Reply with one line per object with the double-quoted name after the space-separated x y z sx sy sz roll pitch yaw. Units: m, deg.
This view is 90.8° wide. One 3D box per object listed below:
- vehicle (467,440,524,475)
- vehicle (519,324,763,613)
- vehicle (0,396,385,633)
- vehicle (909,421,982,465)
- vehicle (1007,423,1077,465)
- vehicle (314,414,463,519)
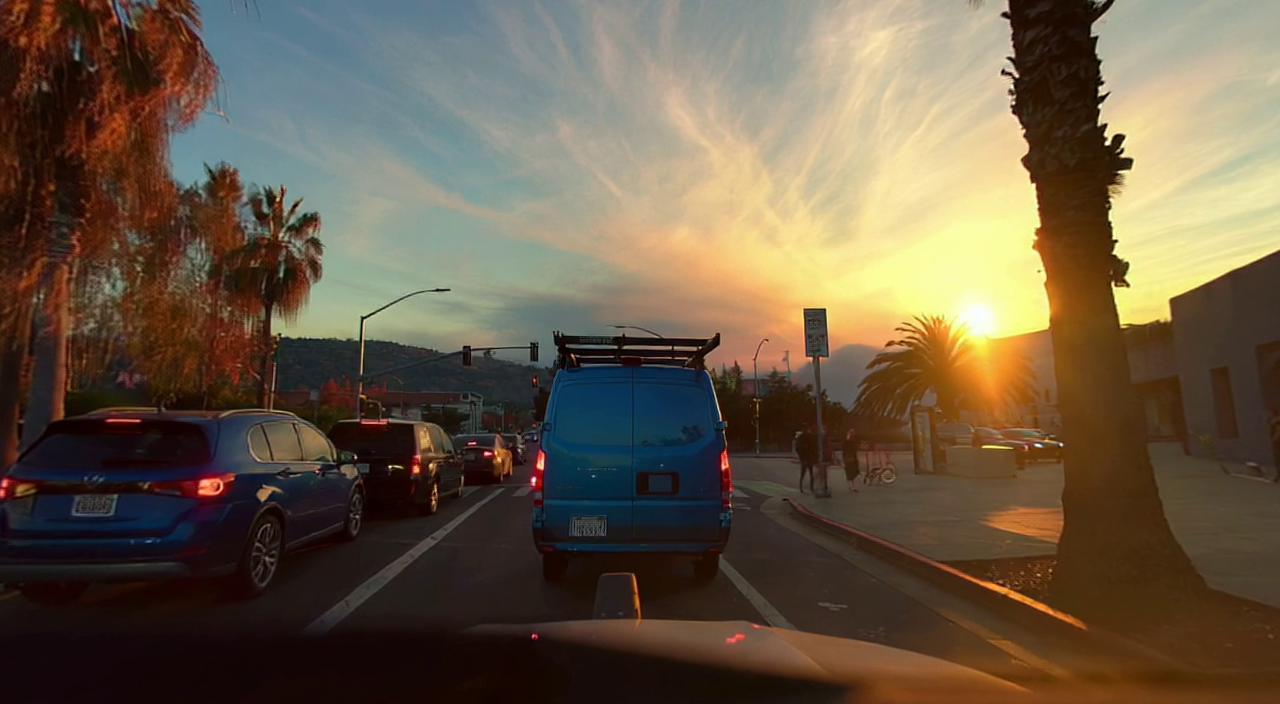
-6.834 4.890 29.565 1.818 1.479 4.428 4 -9 -22 "vehicle"
-0.202 1.211 7.169 1.902 2.238 4.263 1 -9 -6 "vehicle"
-4.400 1.467 6.662 1.986 1.643 4.315 1 -9 -6 "vehicle"
12.645 3.764 26.037 2.046 1.675 3.924 -6 -10 33 "vehicle"
15.796 3.613 24.717 2.048 1.475 3.972 -6 -10 34 "vehicle"
-5.202 2.425 13.879 2.089 1.854 5.022 2 -9 -11 "vehicle"
